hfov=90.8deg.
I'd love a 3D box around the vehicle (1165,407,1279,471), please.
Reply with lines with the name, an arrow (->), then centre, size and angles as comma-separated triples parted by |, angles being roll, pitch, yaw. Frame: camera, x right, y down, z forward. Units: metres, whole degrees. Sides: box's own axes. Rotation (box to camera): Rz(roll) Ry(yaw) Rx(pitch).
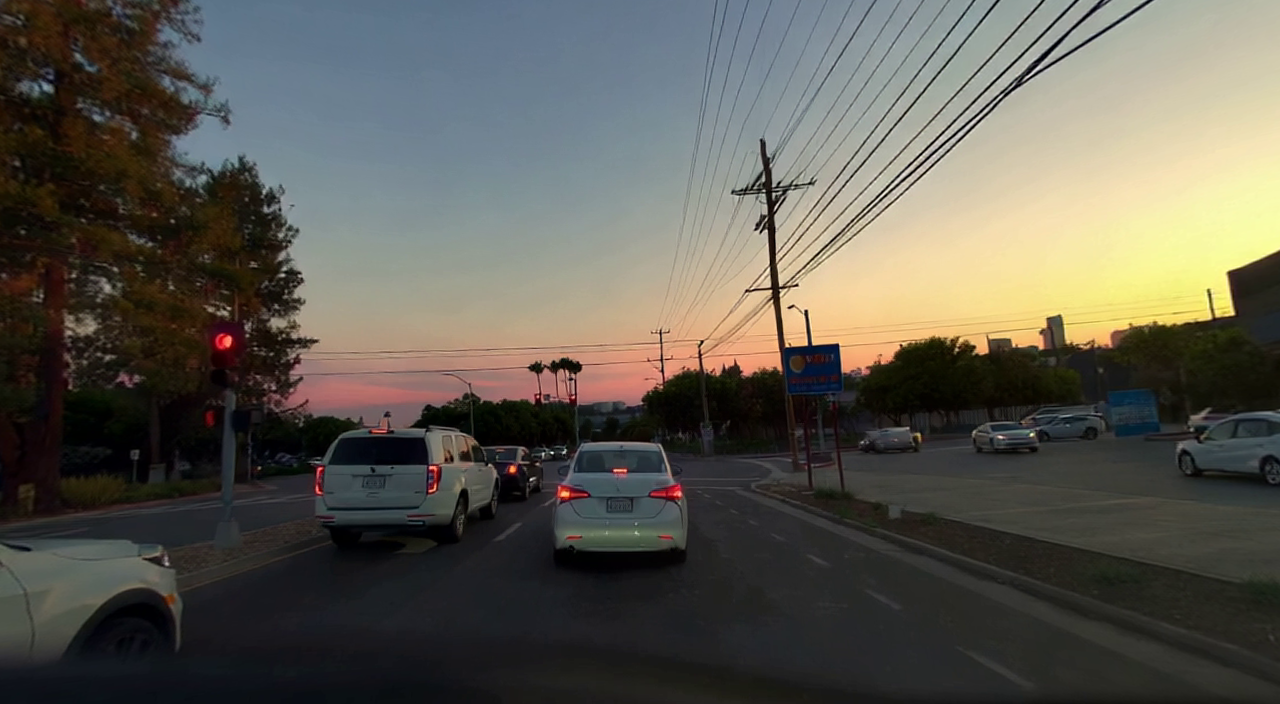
vehicle -> 17.028, 2.534, 18.256 | 1.858, 1.622, 4.491 | -5, -10, 28

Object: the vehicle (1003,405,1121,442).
vehicle -> 26.899, 4.631, 40.497 | 5.782, 2.286, 2.223 | -1, -9, 4

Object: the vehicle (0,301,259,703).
vehicle -> -3.594, 0.638, 1.532 | 2.085, 1.943, 5.053 | 0, -8, 1

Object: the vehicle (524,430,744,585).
vehicle -> -0.103, 1.800, 8.150 | 2.121, 1.474, 3.968 | 0, -8, -1

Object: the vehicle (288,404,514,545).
vehicle -> -3.841, 2.080, 11.374 | 2.147, 1.963, 4.927 | 0, -8, 0
